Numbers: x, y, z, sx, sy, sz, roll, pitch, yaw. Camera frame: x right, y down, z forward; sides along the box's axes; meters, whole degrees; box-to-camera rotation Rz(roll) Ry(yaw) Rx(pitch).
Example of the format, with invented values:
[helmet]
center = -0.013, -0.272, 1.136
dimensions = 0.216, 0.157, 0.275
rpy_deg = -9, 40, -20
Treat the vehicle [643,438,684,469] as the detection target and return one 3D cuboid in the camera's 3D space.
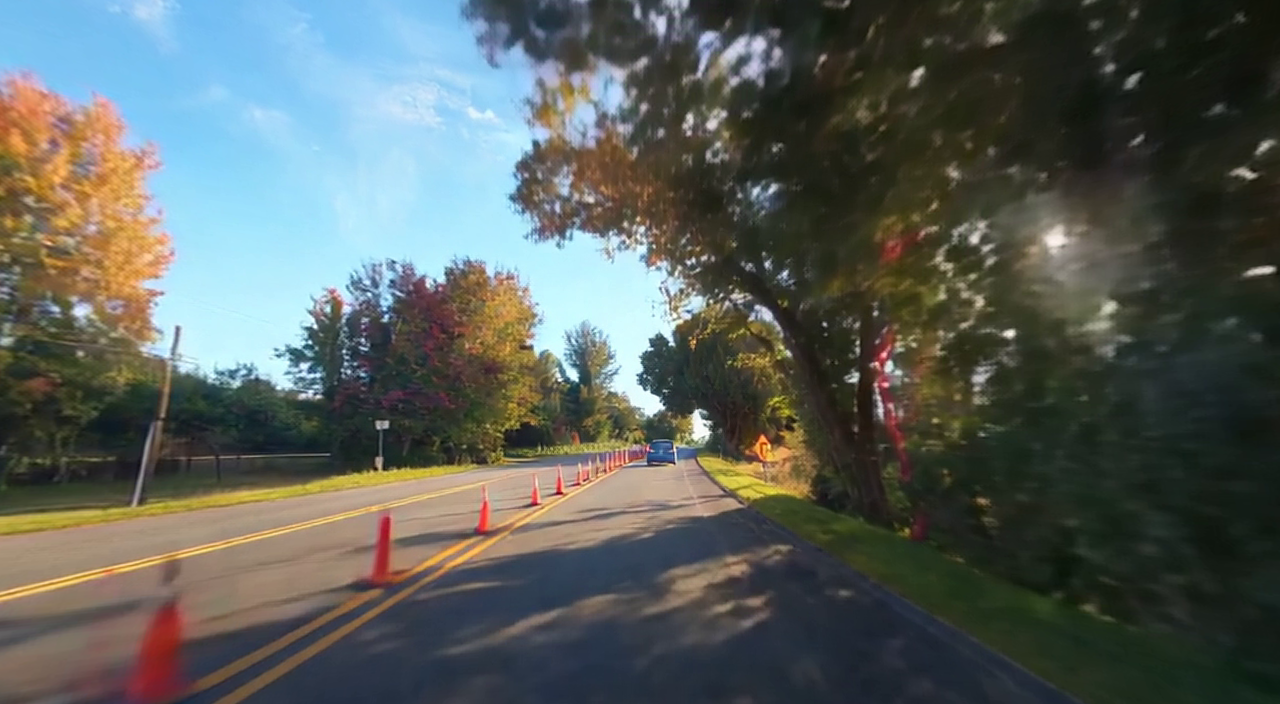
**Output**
[vehicle]
center = 1.245, 5.254, 32.720
dimensions = 2.042, 1.489, 3.963
rpy_deg = 0, -9, 3
